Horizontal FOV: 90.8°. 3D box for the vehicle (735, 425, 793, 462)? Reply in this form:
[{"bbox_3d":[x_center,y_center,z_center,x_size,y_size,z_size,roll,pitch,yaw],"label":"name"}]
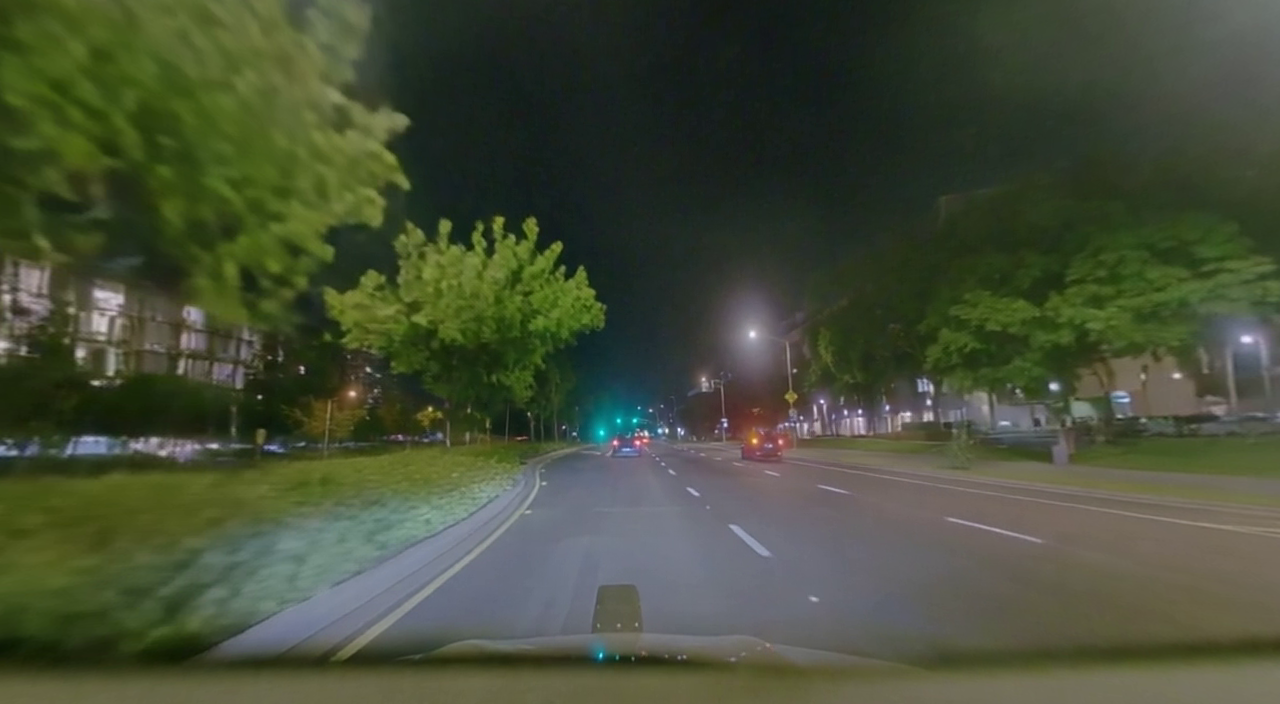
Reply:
[{"bbox_3d":[6.456,4.855,33.425,2.026,1.804,4.565,0,-8,-1],"label":"vehicle"}]

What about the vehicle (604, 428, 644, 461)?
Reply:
[{"bbox_3d":[-0.954,5.461,37.339,2.193,1.794,4.457,0,-8,-1],"label":"vehicle"}]
